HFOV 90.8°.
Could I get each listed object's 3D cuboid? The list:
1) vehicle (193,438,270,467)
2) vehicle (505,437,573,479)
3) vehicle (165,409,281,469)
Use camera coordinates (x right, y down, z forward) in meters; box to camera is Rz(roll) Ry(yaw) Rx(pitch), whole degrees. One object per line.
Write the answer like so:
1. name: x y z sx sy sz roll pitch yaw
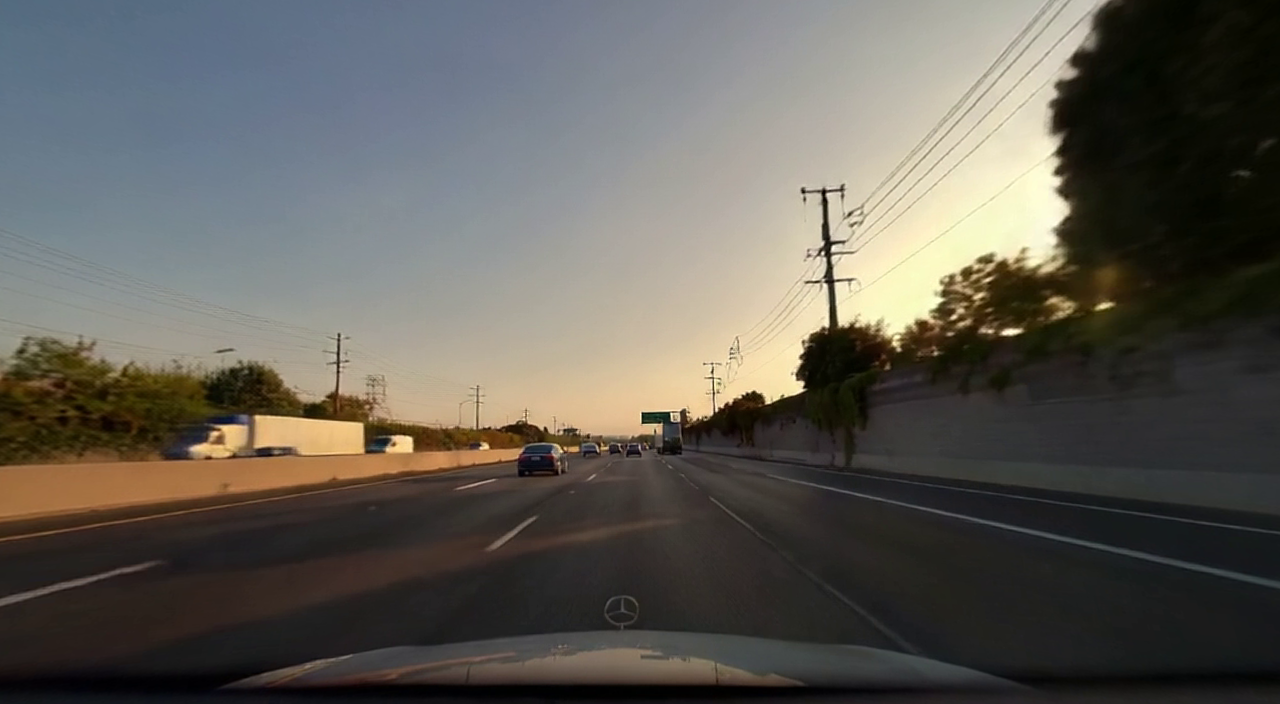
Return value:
1. vehicle: -21.172 5.236 32.901 1.567 1.418 3.532 0 -9 1
2. vehicle: -3.941 4.232 25.442 2.009 1.533 4.175 0 -9 1
3. vehicle: -28.772 6.097 44.092 3.100 3.824 7.025 0 -9 0
